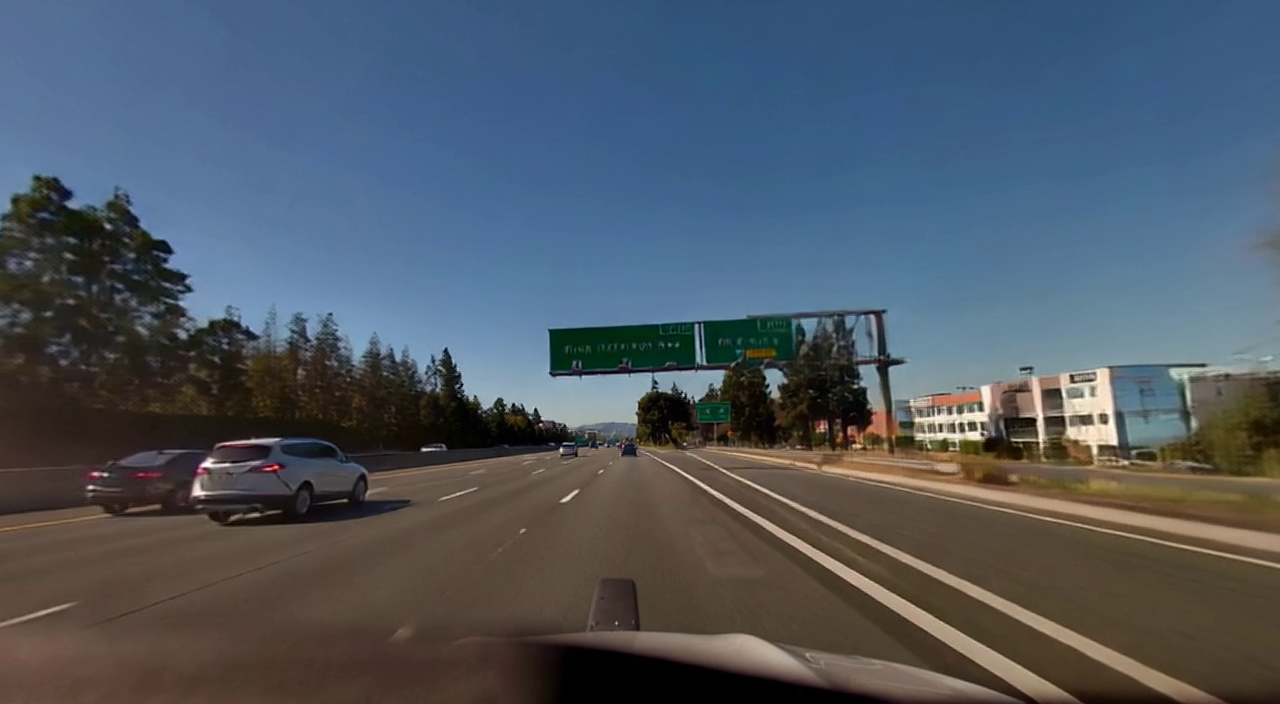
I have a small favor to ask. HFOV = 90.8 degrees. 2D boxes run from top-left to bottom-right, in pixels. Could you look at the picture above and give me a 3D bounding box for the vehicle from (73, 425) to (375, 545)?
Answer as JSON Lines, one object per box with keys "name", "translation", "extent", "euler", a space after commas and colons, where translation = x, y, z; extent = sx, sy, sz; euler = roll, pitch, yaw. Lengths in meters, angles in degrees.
{"name": "vehicle", "translation": [-6.693, 2.173, 11.065], "extent": [2.016, 1.606, 4.806], "euler": [0, -9, 0]}
